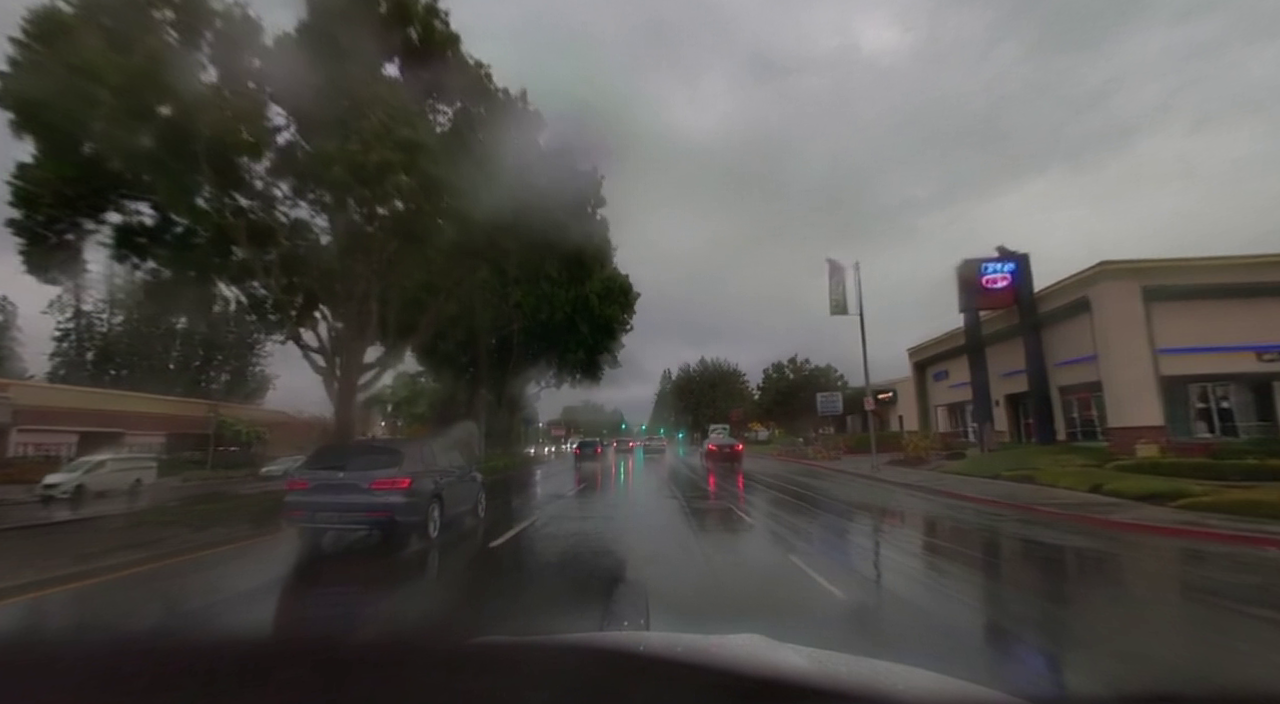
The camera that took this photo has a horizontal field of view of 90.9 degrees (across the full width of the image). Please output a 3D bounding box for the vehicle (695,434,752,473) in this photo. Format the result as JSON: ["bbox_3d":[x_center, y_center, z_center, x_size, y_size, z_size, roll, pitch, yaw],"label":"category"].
[{"bbox_3d":[3.551,4.404,27.526,1.922,1.579,3.642,0,-8,-1],"label":"vehicle"}]

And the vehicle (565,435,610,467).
[{"bbox_3d":[-2.807,5.450,34.799,2.026,1.665,4.193,0,-8,1],"label":"vehicle"}]

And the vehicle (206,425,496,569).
[{"bbox_3d":[-3.543,1.838,8.843,1.908,1.481,4.351,0,-8,1],"label":"vehicle"}]

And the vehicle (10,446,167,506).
[{"bbox_3d":[-22.352,4.964,25.917,2.073,1.855,5.159,-4,-6,-3],"label":"vehicle"}]

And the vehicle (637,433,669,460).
[{"bbox_3d":[0.942,6.885,45.902,2.193,1.873,4.033,0,-8,1],"label":"vehicle"}]
